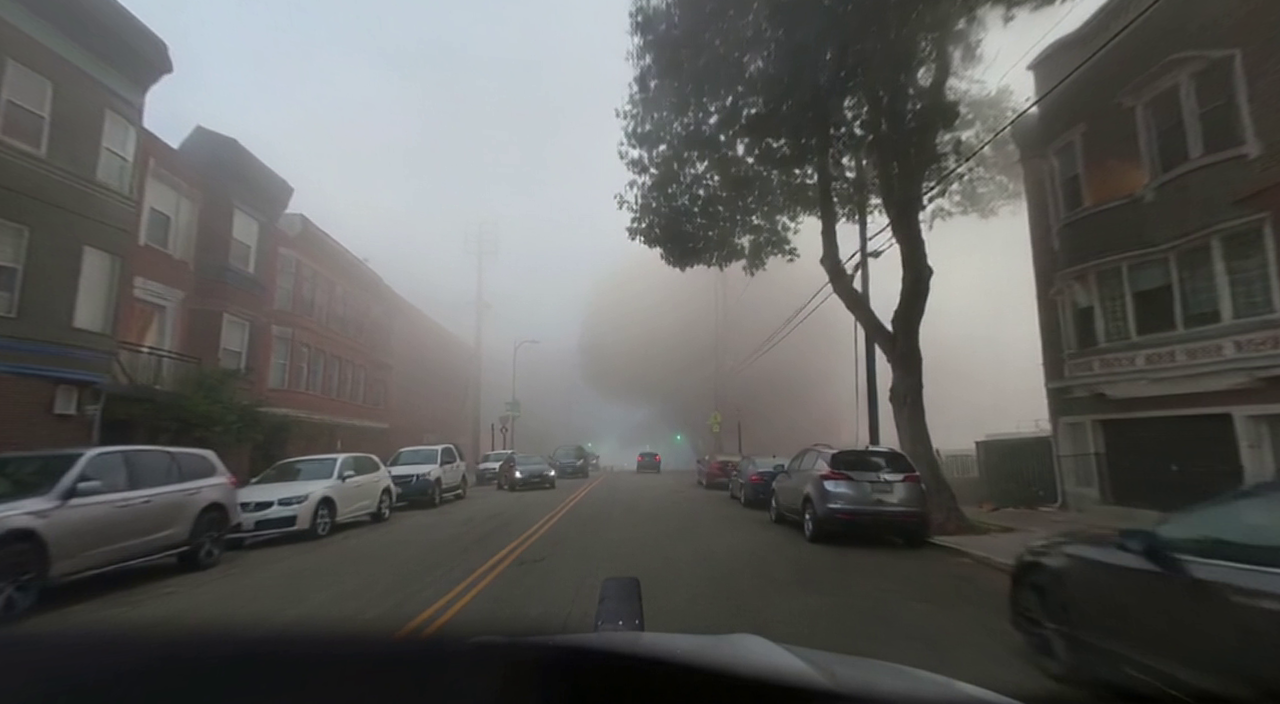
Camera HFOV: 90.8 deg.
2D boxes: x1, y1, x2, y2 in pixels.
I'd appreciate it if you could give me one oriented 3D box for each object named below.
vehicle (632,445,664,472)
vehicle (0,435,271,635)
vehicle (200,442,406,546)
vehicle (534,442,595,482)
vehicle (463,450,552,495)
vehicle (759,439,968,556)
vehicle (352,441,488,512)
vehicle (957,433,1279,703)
[{"bbox_3d":[0.511,7.285,43.281,2.059,1.736,3.994,0,-8,0],"label":"vehicle"},{"bbox_3d":[-6.736,1.903,7.453,1.930,1.756,4.955,0,-8,-3],"label":"vehicle"},{"bbox_3d":[-6.658,2.787,13.196,1.925,1.759,4.396,0,-8,-1],"label":"vehicle"},{"bbox_3d":[-3.660,5.470,31.686,2.236,1.834,4.743,-1,-8,3],"label":"vehicle"},{"bbox_3d":[-5.318,4.660,24.892,1.994,1.510,4.802,5,-10,-29],"label":"vehicle"},{"bbox_3d":[3.414,2.274,10.674,1.895,1.553,4.235,0,-8,-1],"label":"vehicle"},{"bbox_3d":[-6.649,3.798,20.022,2.263,1.882,5.706,0,-8,0],"label":"vehicle"},{"bbox_3d":[3.318,1.040,2.357,1.885,1.464,4.466,0,-8,-1],"label":"vehicle"}]
